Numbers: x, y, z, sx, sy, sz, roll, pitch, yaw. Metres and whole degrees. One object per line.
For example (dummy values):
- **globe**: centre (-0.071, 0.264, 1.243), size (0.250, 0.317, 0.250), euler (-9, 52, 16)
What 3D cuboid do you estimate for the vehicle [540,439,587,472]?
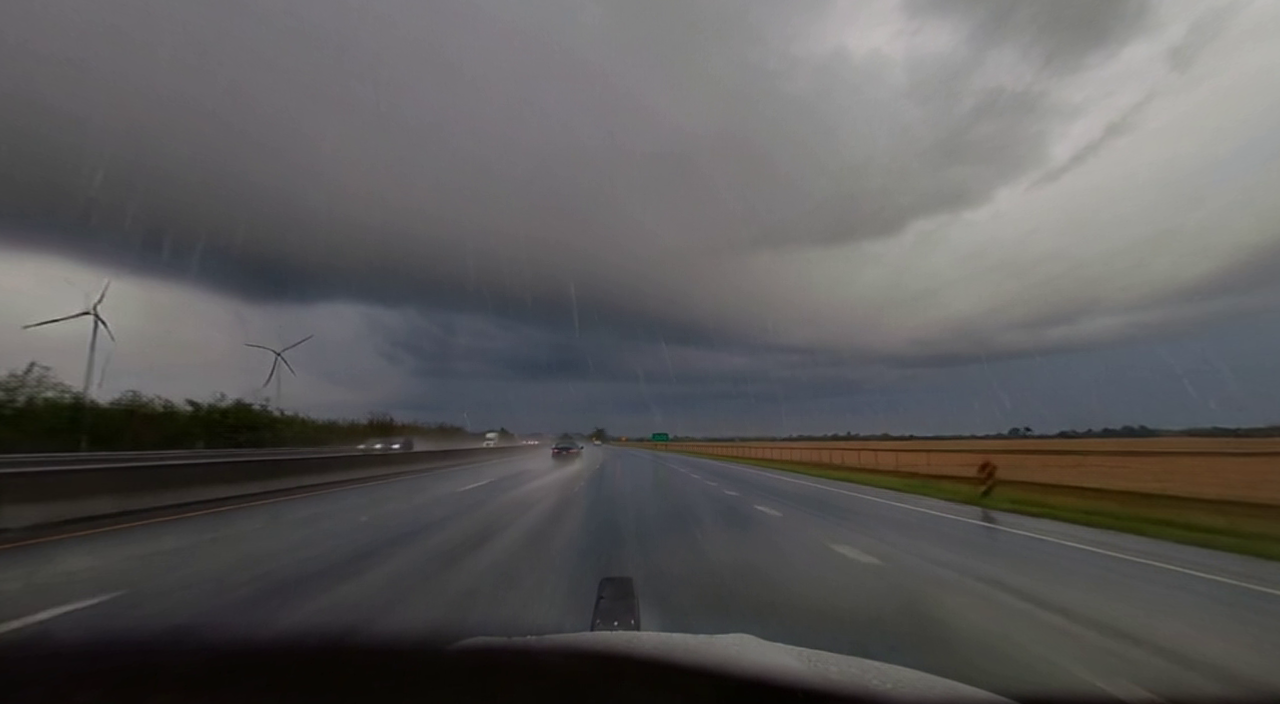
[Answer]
- **vehicle**: centre (-3.828, 5.230, 32.118), size (2.053, 1.549, 4.097), euler (0, -8, -2)
